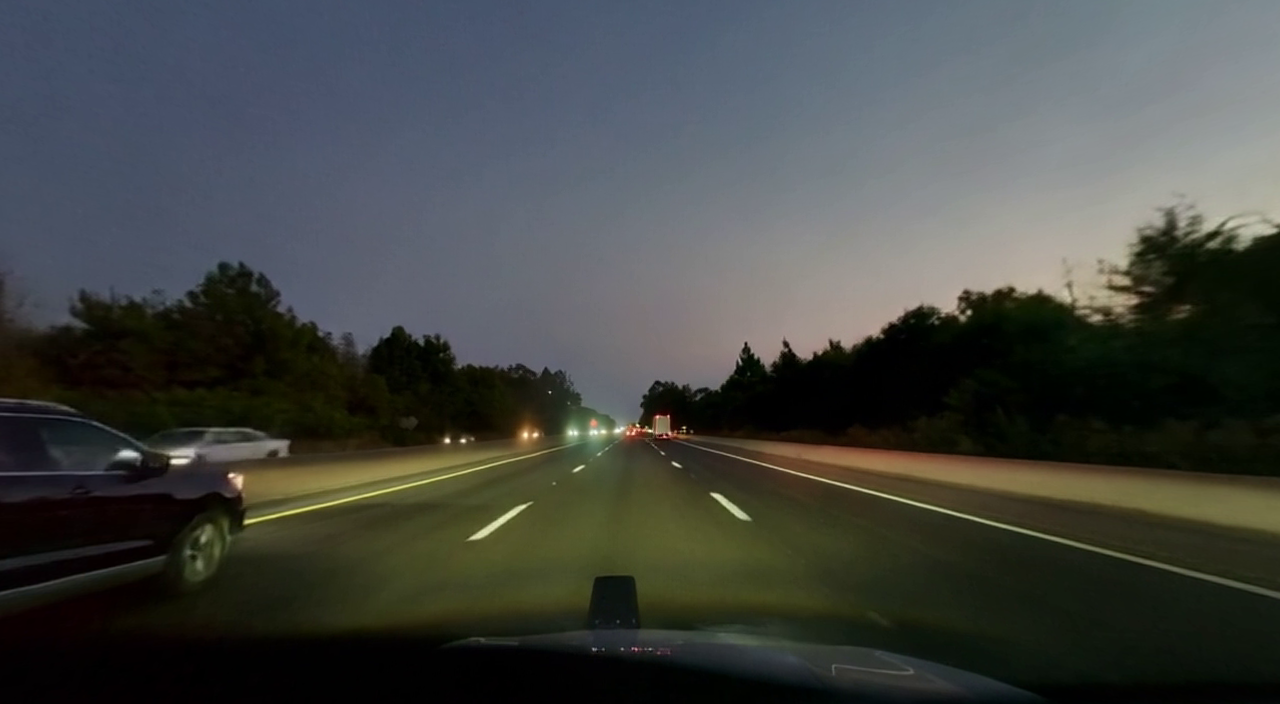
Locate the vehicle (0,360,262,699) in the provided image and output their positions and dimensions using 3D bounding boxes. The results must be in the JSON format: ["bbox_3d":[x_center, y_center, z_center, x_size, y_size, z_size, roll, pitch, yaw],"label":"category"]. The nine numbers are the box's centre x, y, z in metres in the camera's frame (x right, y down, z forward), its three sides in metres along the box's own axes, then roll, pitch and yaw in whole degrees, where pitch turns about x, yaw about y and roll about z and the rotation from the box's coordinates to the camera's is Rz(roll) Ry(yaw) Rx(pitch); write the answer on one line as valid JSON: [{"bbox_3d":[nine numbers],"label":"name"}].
[{"bbox_3d":[-4.091,0.867,3.107,2.000,1.620,3.929,0,-8,0],"label":"vehicle"}]
